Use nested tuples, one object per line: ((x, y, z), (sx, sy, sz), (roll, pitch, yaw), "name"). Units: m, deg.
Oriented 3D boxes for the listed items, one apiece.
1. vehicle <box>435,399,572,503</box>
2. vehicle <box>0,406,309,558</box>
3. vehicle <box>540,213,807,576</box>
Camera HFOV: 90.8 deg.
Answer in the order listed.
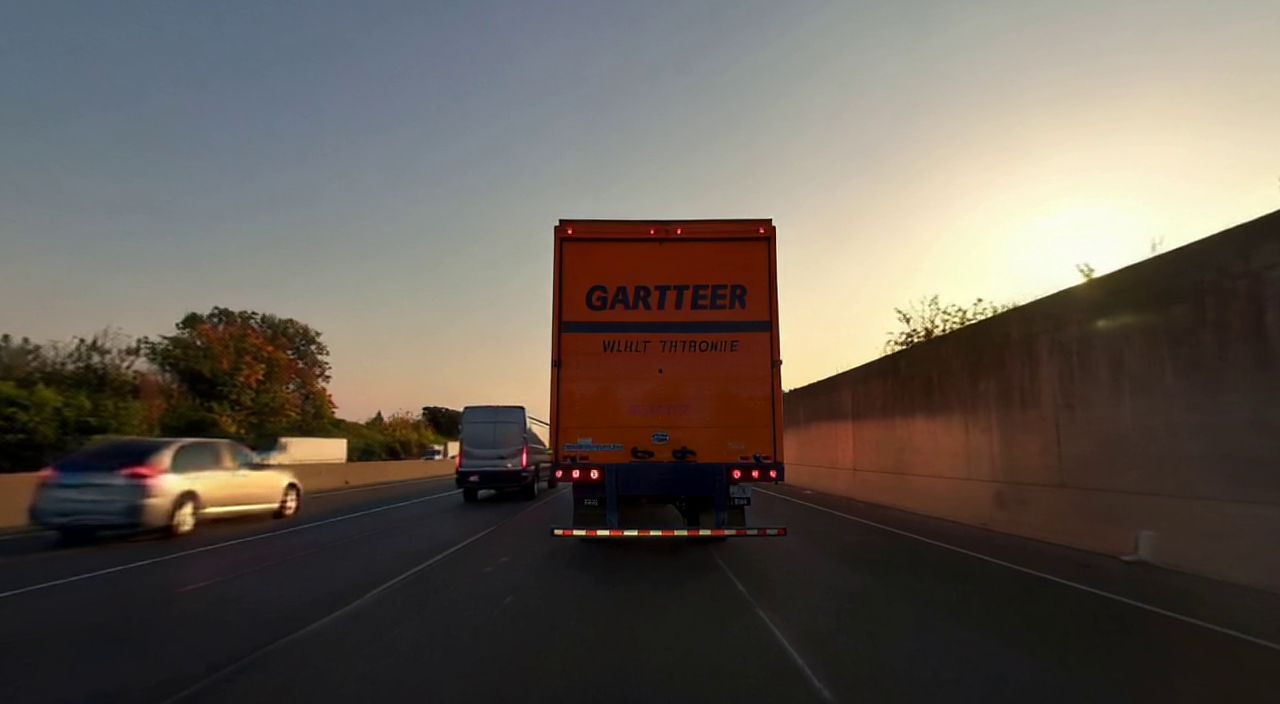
((-4.411, 3.622, 23.177), (2.790, 2.893, 10.715), (0, -9, -1), "vehicle")
((-8.492, 2.195, 11.349), (2.174, 2.059, 5.314), (0, -9, 0), "vehicle")
((0.484, 1.219, 12.281), (2.853, 4.054, 10.557), (0, -9, 1), "vehicle")
